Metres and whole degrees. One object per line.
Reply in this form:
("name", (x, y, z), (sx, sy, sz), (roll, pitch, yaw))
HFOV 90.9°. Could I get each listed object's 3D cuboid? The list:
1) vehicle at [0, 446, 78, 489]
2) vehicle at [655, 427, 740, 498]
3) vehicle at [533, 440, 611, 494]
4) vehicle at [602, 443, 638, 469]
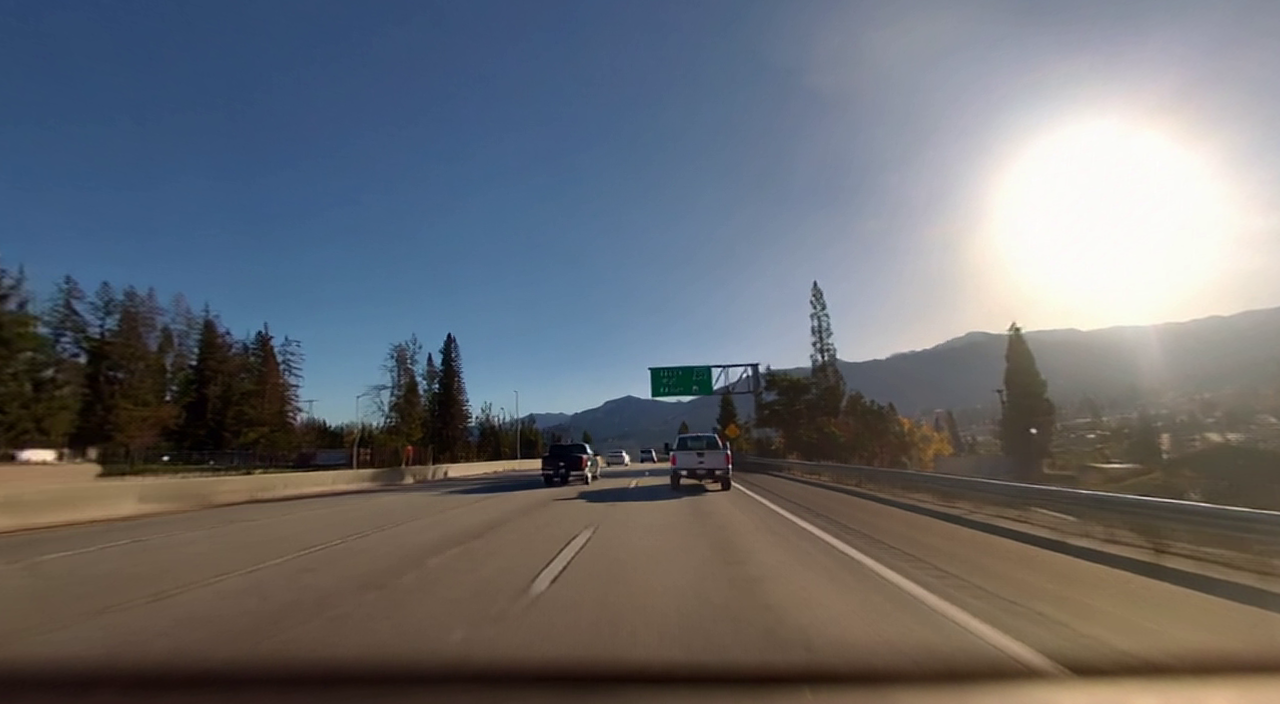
("vehicle", (-38.333, 6.905, 37.971), (2.443, 2.489, 6.703), (-1, -9, 4))
("vehicle", (1.624, 3.333, 19.362), (2.229, 1.837, 5.387), (-1, -9, 2))
("vehicle", (-2.163, 3.790, 21.165), (1.959, 1.604, 4.065), (-1, -9, 3))
("vehicle", (-1.370, 7.250, 44.098), (2.106, 1.651, 4.040), (-1, -9, 4))
